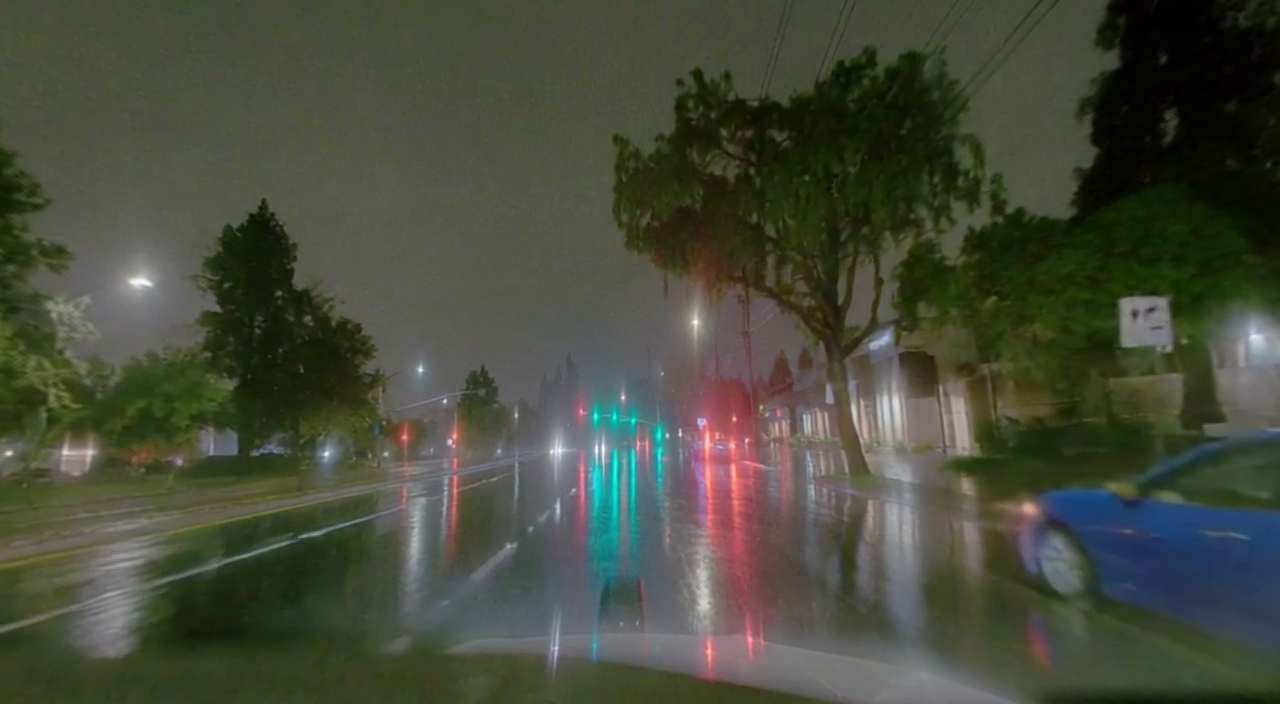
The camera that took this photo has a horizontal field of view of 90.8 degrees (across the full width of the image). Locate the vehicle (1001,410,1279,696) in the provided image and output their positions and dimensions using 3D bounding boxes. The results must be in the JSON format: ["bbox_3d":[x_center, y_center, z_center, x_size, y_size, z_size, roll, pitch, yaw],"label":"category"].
[{"bbox_3d":[4.313,1.017,3.214,2.093,1.446,4.761,0,-8,-1],"label":"vehicle"}]

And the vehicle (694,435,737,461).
[{"bbox_3d":[4.540,5.855,38.531,1.942,1.469,4.049,0,-8,-3],"label":"vehicle"}]
